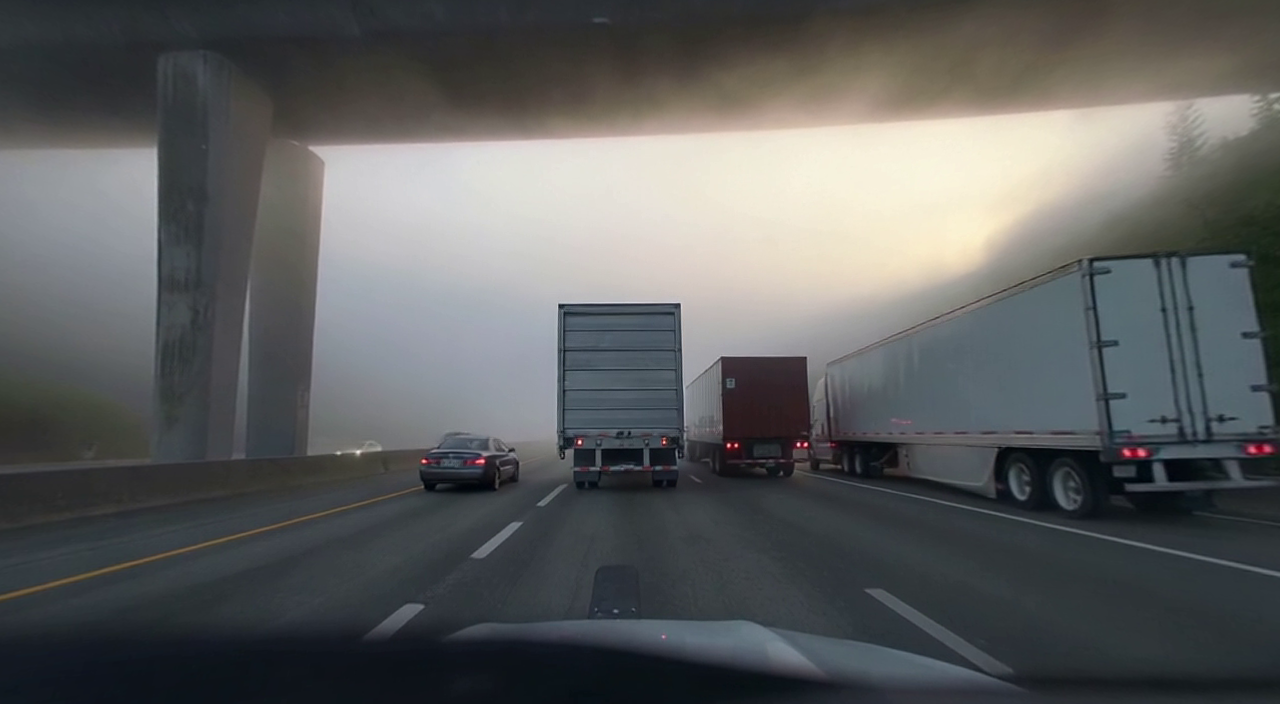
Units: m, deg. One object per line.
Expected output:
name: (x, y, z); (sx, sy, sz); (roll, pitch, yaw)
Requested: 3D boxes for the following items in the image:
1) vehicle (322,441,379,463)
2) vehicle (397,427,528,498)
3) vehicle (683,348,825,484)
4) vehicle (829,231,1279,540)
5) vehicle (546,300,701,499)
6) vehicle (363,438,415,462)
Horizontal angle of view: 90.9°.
vehicle: (-20.895, 7.191, 45.690); (1.884, 1.460, 4.801); (0, -8, -1)
vehicle: (-4.095, 2.595, 15.243); (2.049, 1.483, 3.786); (0, -8, 0)
vehicle: (3.644, 2.583, 23.762); (2.817, 3.886, 11.491); (0, -8, -2)
vehicle: (8.110, 1.255, 14.878); (3.000, 4.114, 13.063); (0, -8, -1)
vehicle: (-0.508, 1.647, 18.183); (3.090, 4.065, 10.702); (0, -8, -2)
vehicle: (-16.201, 6.330, 40.892); (1.684, 1.451, 4.061); (0, -8, 0)
